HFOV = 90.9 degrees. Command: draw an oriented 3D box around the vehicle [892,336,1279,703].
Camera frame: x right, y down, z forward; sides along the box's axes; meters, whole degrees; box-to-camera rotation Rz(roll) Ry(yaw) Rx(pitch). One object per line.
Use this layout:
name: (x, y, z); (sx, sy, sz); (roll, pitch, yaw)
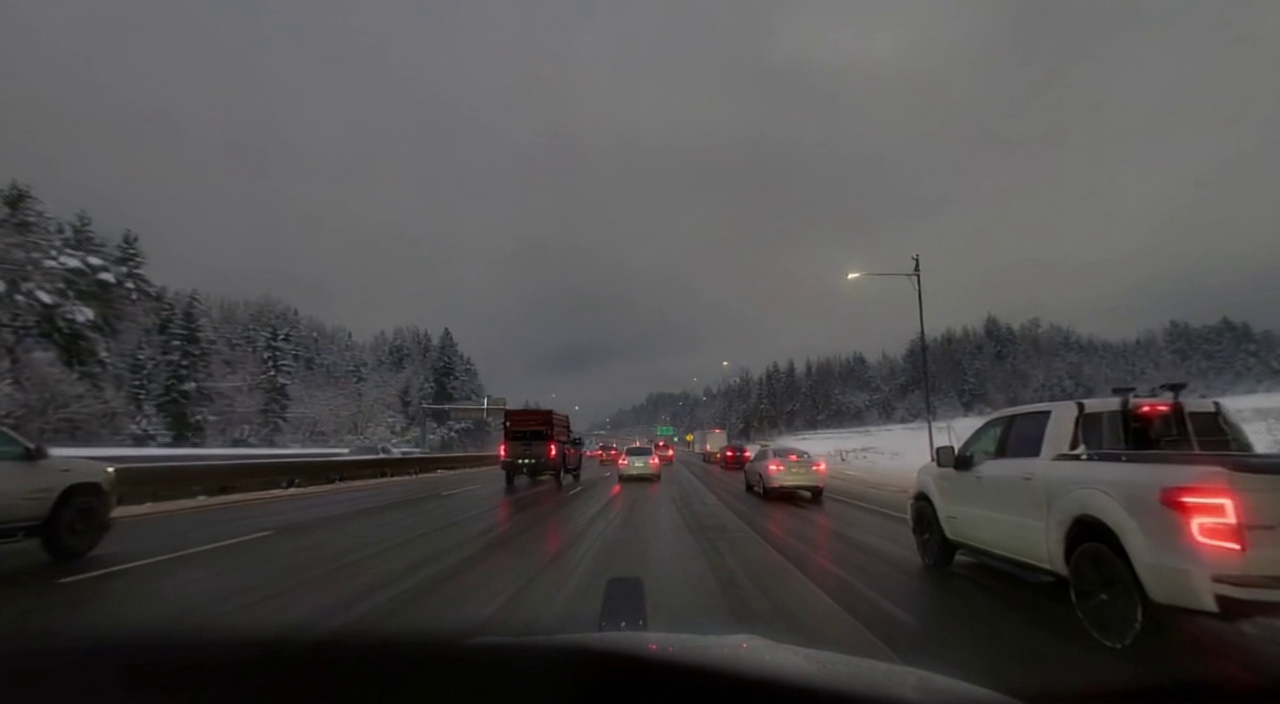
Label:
vehicle: (3.857, 1.122, 4.810); (1.999, 1.777, 4.578); (0, -8, 1)

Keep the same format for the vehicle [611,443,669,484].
vehicle: (0.099, 4.334, 24.861); (2.070, 1.456, 4.029); (-1, -8, 3)

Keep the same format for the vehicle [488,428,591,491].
vehicle: (-3.284, 3.701, 22.177); (2.395, 1.892, 5.995); (0, -8, 2)

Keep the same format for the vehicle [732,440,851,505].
vehicle: (3.866, 3.150, 17.070); (1.907, 1.474, 4.840); (0, -8, -2)

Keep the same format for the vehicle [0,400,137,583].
vehicle: (-7.457, 1.246, 5.336); (2.191, 1.789, 4.960); (0, -8, 2)

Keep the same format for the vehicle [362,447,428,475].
vehicle: (-17.448, 7.760, 45.287); (2.160, 1.888, 5.408); (-1, -8, 5)
